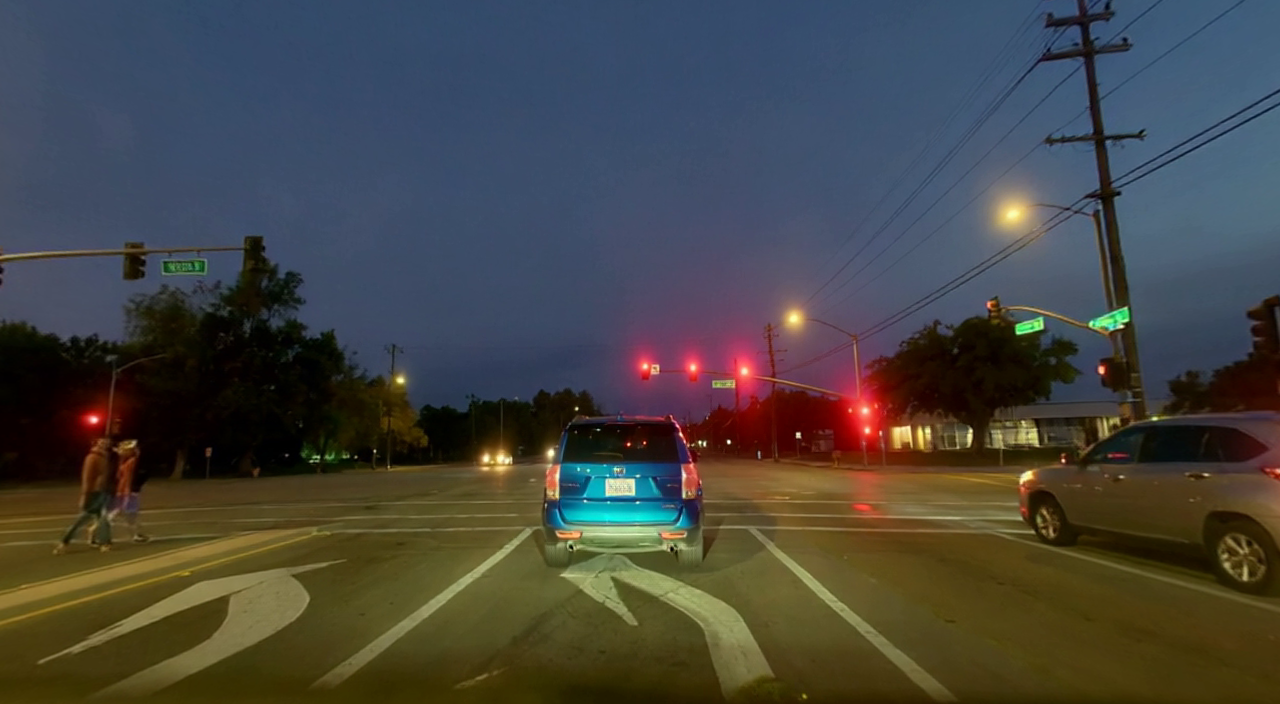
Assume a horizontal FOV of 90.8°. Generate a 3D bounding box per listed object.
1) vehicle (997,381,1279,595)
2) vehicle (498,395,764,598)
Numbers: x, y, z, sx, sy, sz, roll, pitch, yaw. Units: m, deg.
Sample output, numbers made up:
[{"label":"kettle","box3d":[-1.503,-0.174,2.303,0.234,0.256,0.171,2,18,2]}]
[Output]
[{"label":"vehicle","box3d":[6.581,1.439,7.243,2.119,1.827,4.806,0,-9,0]},{"label":"vehicle","box3d":[-0.109,1.562,7.641,2.285,1.729,4.252,0,-9,-1]}]
